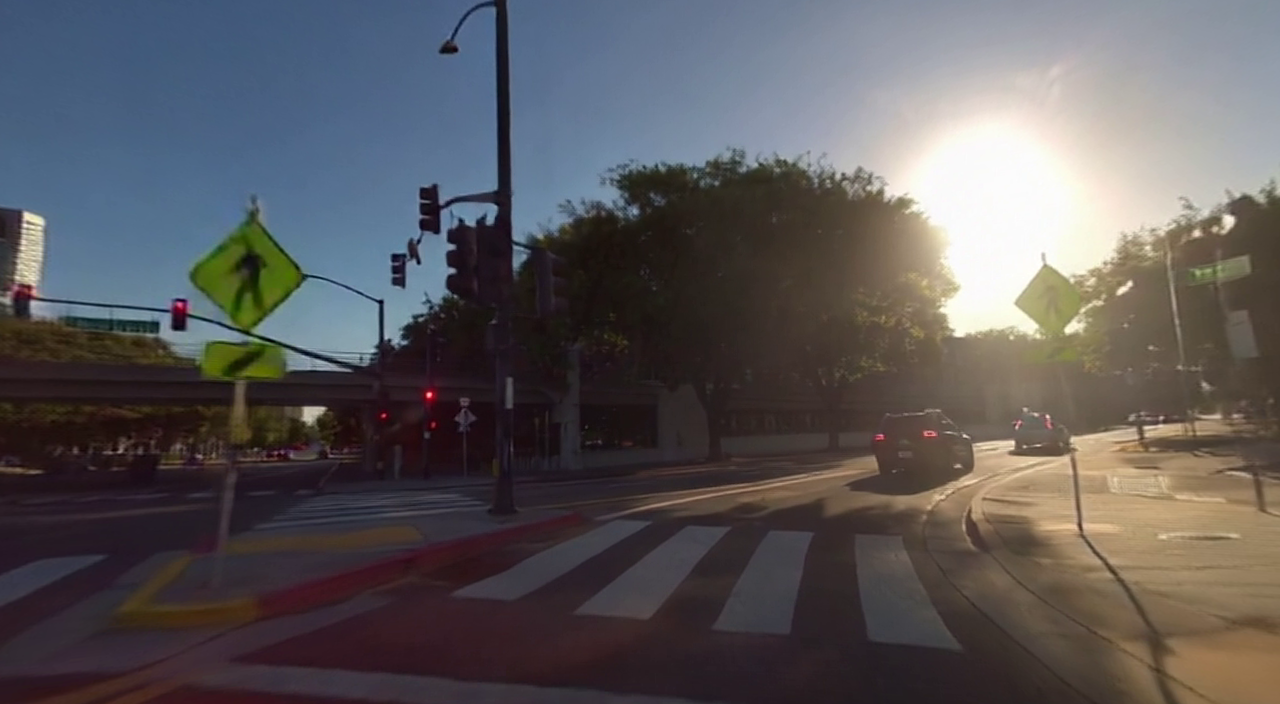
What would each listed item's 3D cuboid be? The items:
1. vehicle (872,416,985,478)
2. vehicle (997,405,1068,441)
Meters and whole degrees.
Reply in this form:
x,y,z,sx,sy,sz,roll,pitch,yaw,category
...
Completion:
x,y,z,sx,sy,sz,roll,pitch,yaw,category
8.644,2.804,18.749,1.908,1.622,4.166,-7,-11,39,vehicle
23.606,4.326,37.913,5.144,1.954,2.122,7,-11,-42,vehicle
